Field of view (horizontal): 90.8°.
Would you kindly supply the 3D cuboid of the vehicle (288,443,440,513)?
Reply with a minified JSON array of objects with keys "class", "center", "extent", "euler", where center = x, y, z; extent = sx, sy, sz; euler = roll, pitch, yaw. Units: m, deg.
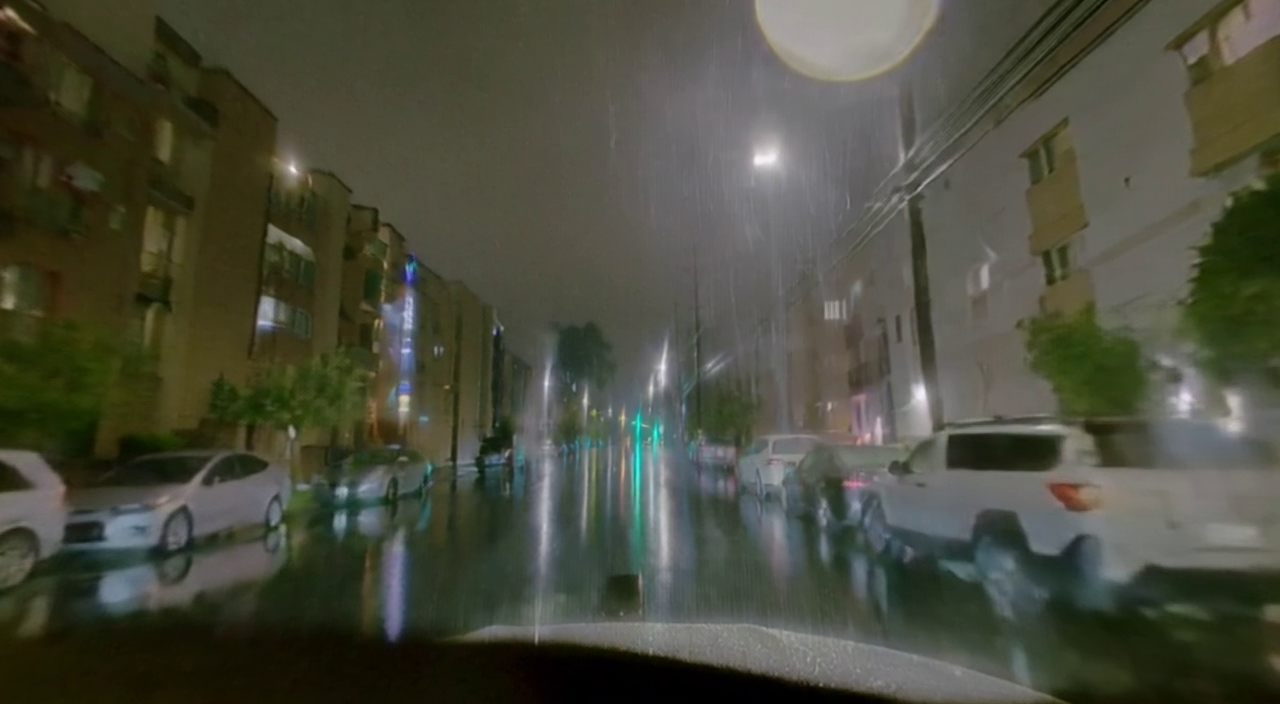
[{"class":"vehicle","center":[-7.506,3.429,17.838],"extent":[2.145,1.488,4.646],"euler":[-3,-7,1]}]

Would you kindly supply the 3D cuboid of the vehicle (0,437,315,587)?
[{"class":"vehicle","center":[-7.655,2.434,10.711],"extent":[1.981,1.651,4.683],"euler":[-5,-6,-3]}]

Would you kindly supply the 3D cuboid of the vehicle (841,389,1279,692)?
[{"class":"vehicle","center":[3.663,1.393,5.916],"extent":[2.095,1.694,4.592],"euler":[-1,-8,1]}]

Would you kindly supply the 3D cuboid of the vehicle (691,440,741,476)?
[{"class":"vehicle","center":[3.710,5.247,31.501],"extent":[1.925,1.634,4.419],"euler":[0,-8,0]}]

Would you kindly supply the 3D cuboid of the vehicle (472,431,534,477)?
[{"class":"vehicle","center":[-7.687,5.743,36.104],"extent":[2.351,2.251,5.856],"euler":[-2,-8,-2]}]
